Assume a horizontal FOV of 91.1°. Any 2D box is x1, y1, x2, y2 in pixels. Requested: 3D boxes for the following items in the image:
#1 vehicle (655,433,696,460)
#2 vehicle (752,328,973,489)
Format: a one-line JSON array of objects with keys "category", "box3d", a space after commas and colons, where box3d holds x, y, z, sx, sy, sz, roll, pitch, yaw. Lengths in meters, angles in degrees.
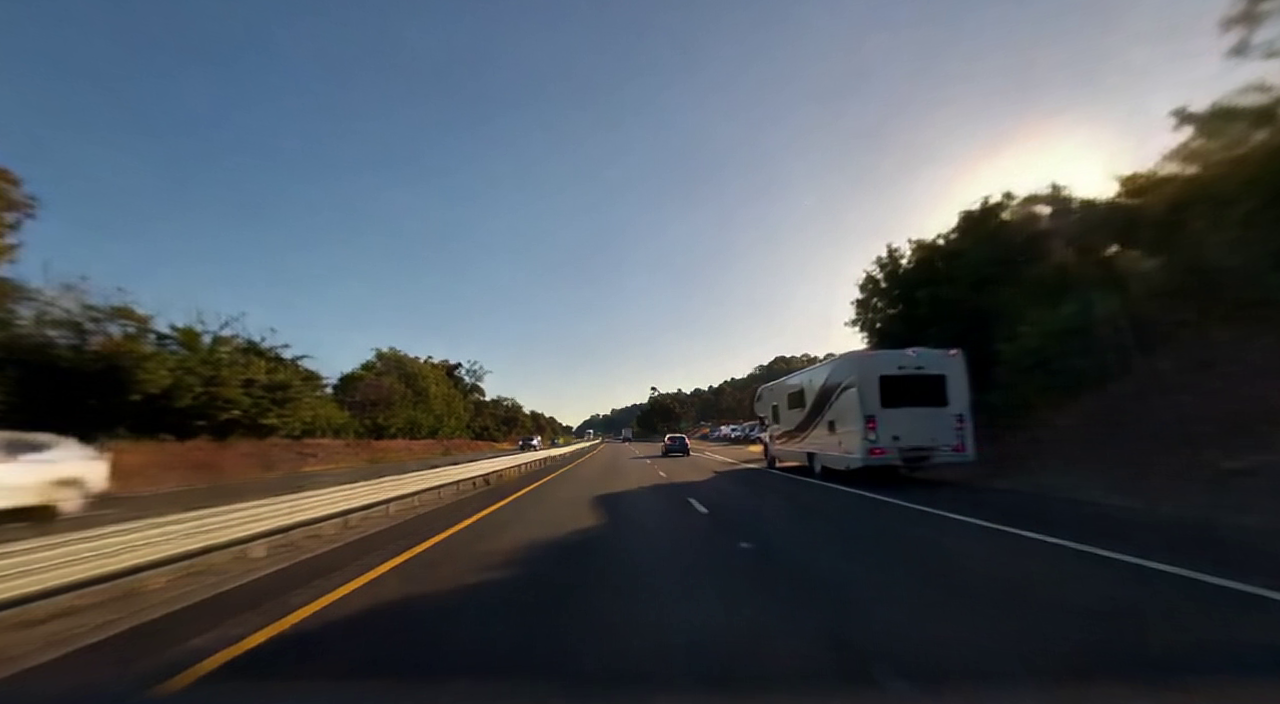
[{"category": "vehicle", "box3d": [1.993, 5.449, 36.477, 2.037, 1.504, 4.248, 0, -8, -2]}, {"category": "vehicle", "box3d": [6.884, 2.348, 23.052, 2.937, 4.119, 14.096, 0, -8, 0]}]
